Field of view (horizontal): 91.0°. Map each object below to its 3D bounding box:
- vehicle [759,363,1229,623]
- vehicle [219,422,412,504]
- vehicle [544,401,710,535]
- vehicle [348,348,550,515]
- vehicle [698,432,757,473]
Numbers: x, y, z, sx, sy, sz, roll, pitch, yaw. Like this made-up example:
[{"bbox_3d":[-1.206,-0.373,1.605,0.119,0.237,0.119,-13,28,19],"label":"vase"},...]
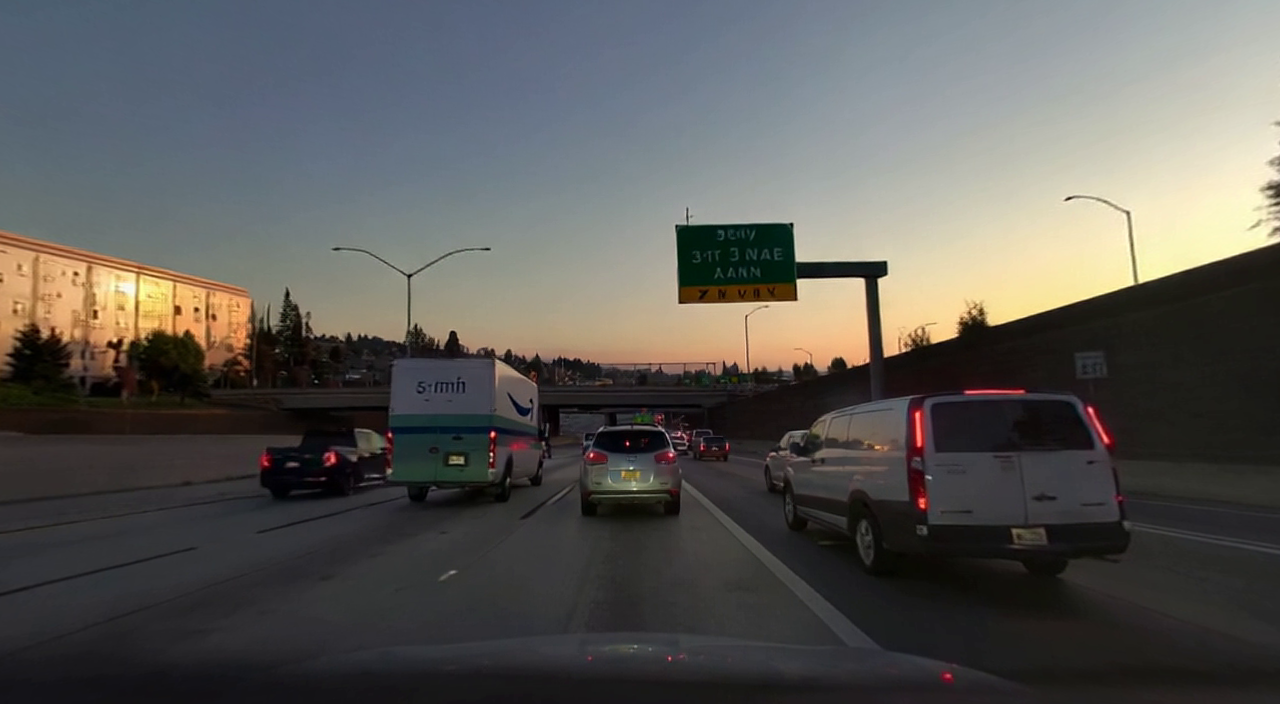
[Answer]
[{"bbox_3d":[3.086,1.411,7.254,2.341,1.890,5.144,1,-8,-1],"label":"vehicle"},{"bbox_3d":[-7.237,2.525,14.752,2.031,1.583,4.646,0,-8,0],"label":"vehicle"},{"bbox_3d":[-0.167,1.929,10.954,2.287,1.823,4.369,0,-8,0],"label":"vehicle"},{"bbox_3d":[-3.724,1.831,14.122,2.415,2.821,6.636,0,-8,0],"label":"vehicle"},{"bbox_3d":[3.920,4.603,28.957,2.064,1.720,4.416,0,-8,0],"label":"vehicle"}]
